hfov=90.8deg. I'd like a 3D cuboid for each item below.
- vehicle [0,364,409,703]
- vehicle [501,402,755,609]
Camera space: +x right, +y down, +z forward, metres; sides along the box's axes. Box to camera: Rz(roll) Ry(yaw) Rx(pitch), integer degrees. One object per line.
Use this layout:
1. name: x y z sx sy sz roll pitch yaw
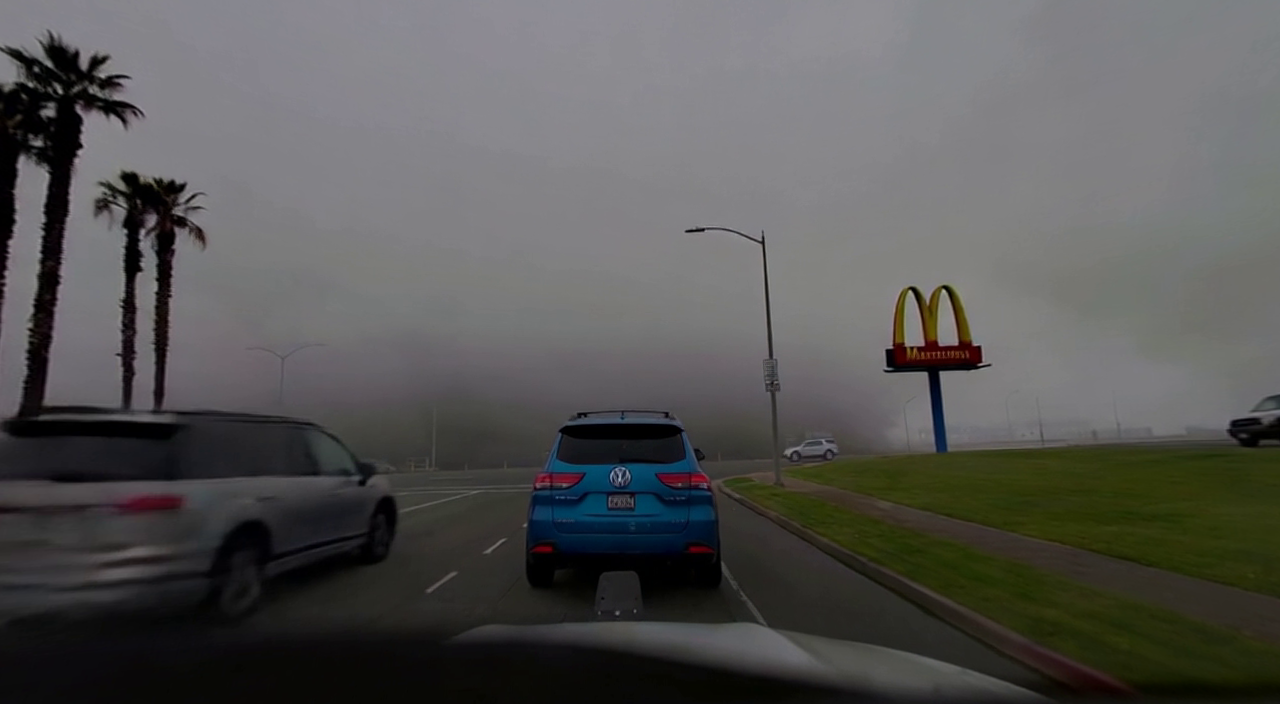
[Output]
1. vehicle: -3.962 1.284 5.485 2.181 1.771 4.567 0 -9 0
2. vehicle: -0.144 1.594 7.378 2.137 1.728 3.926 0 -9 -1
